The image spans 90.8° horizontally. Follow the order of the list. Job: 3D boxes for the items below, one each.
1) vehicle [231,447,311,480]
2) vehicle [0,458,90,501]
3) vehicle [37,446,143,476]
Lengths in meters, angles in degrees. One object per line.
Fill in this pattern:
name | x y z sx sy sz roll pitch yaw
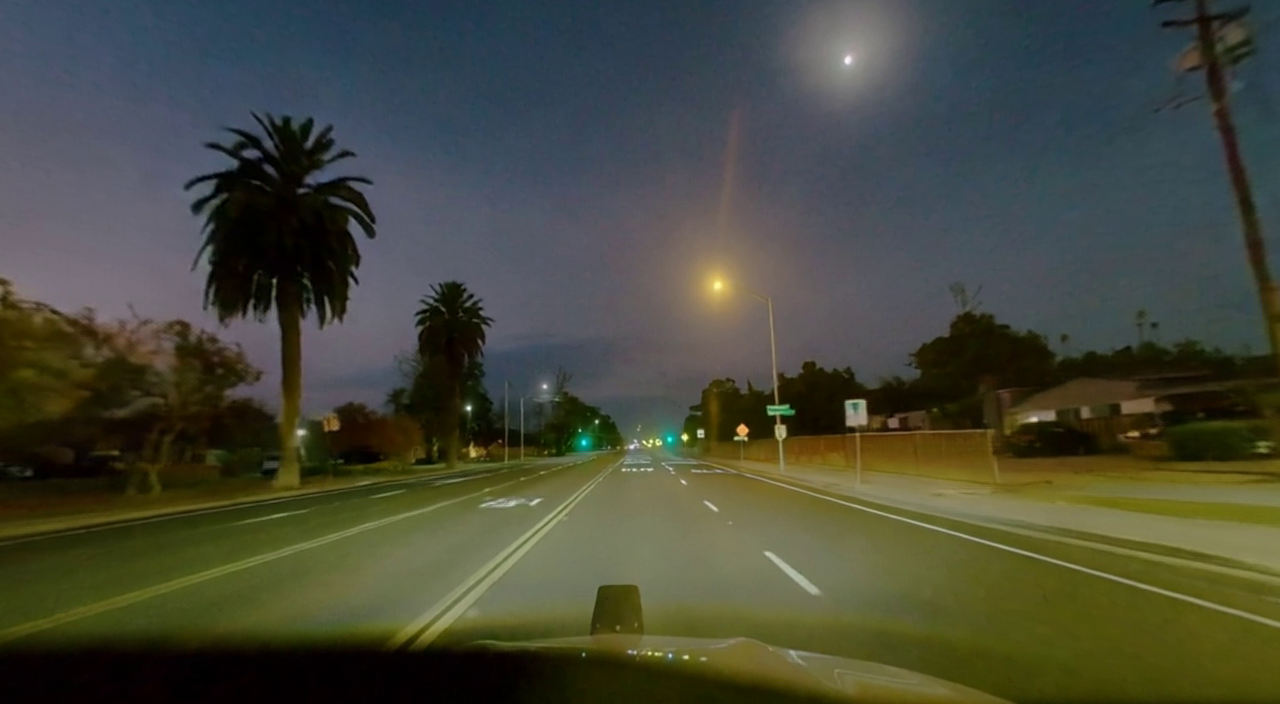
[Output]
vehicle | -25.460 7.700 43.502 5.622 1.769 2.331 -9 -8 31
vehicle | -26.158 5.525 27.293 4.546 1.479 2.103 -9 -8 28
vehicle | -39.576 7.882 45.654 5.244 2.021 2.086 6 -10 -29
